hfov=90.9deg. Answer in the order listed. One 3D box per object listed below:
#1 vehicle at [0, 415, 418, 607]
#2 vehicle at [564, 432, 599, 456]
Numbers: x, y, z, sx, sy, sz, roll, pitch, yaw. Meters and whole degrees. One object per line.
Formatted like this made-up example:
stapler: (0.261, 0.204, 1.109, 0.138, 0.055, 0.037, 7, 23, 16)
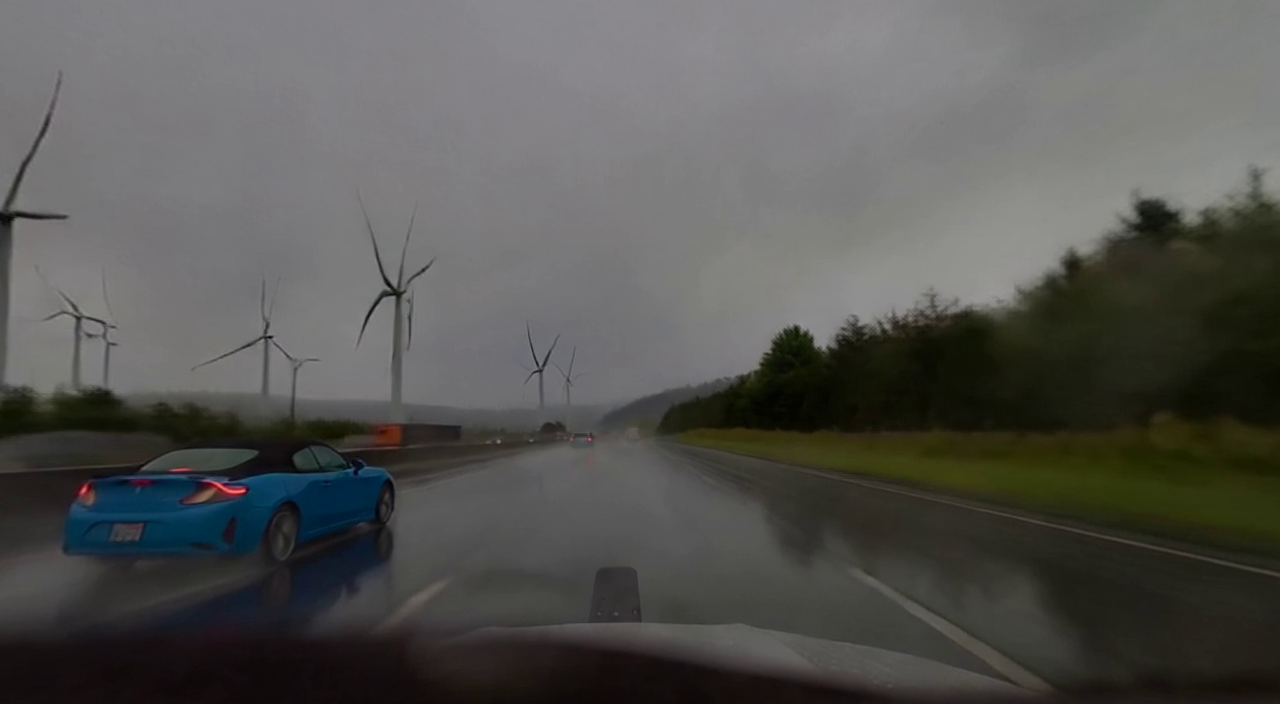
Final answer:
vehicle: (-4.135, 1.472, 6.855, 1.969, 1.413, 4.194, 0, -8, -1)
vehicle: (-3.754, 5.979, 41.012, 2.024, 1.456, 3.754, 0, -8, -1)
